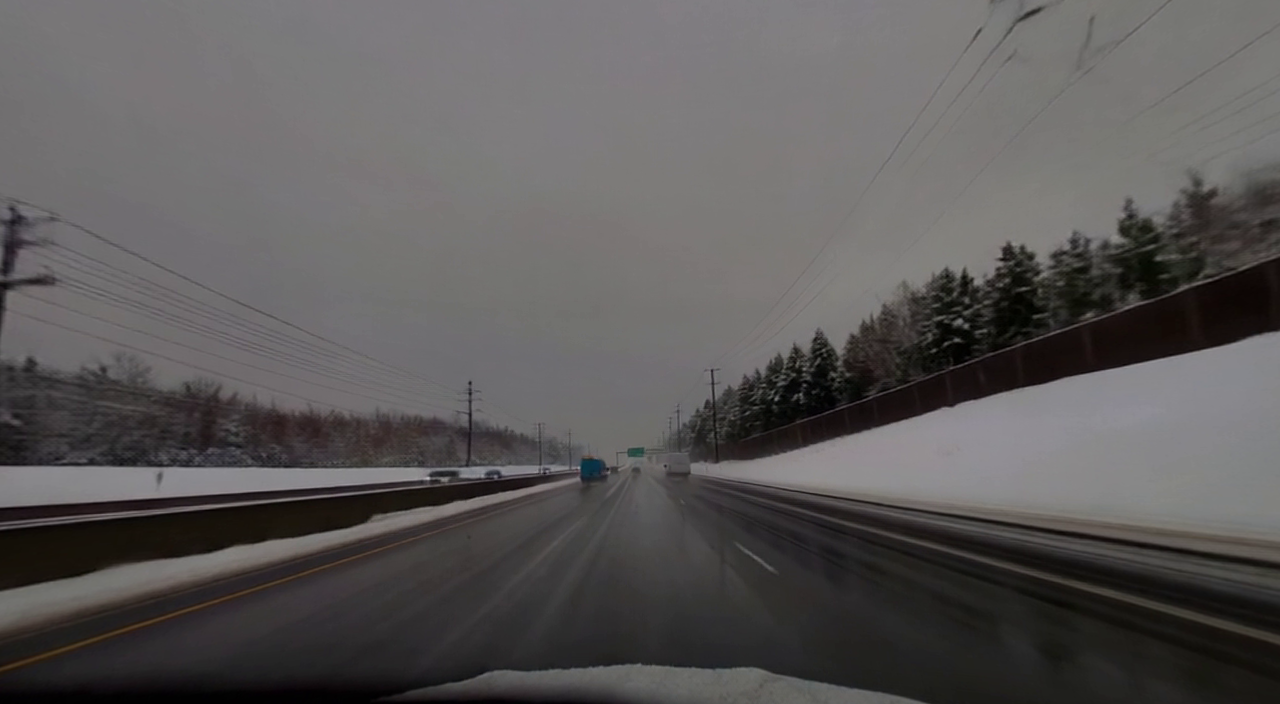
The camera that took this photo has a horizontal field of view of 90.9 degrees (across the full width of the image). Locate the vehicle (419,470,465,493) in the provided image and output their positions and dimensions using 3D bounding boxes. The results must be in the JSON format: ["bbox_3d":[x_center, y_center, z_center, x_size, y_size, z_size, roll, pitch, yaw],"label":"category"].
[{"bbox_3d":[-13.298,8.694,42.472,1.776,1.420,3.864,1,-11,1],"label":"vehicle"}]

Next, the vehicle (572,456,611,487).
[{"bbox_3d":[-3.297,8.356,44.104,2.324,2.008,4.654,1,-11,0],"label":"vehicle"}]
